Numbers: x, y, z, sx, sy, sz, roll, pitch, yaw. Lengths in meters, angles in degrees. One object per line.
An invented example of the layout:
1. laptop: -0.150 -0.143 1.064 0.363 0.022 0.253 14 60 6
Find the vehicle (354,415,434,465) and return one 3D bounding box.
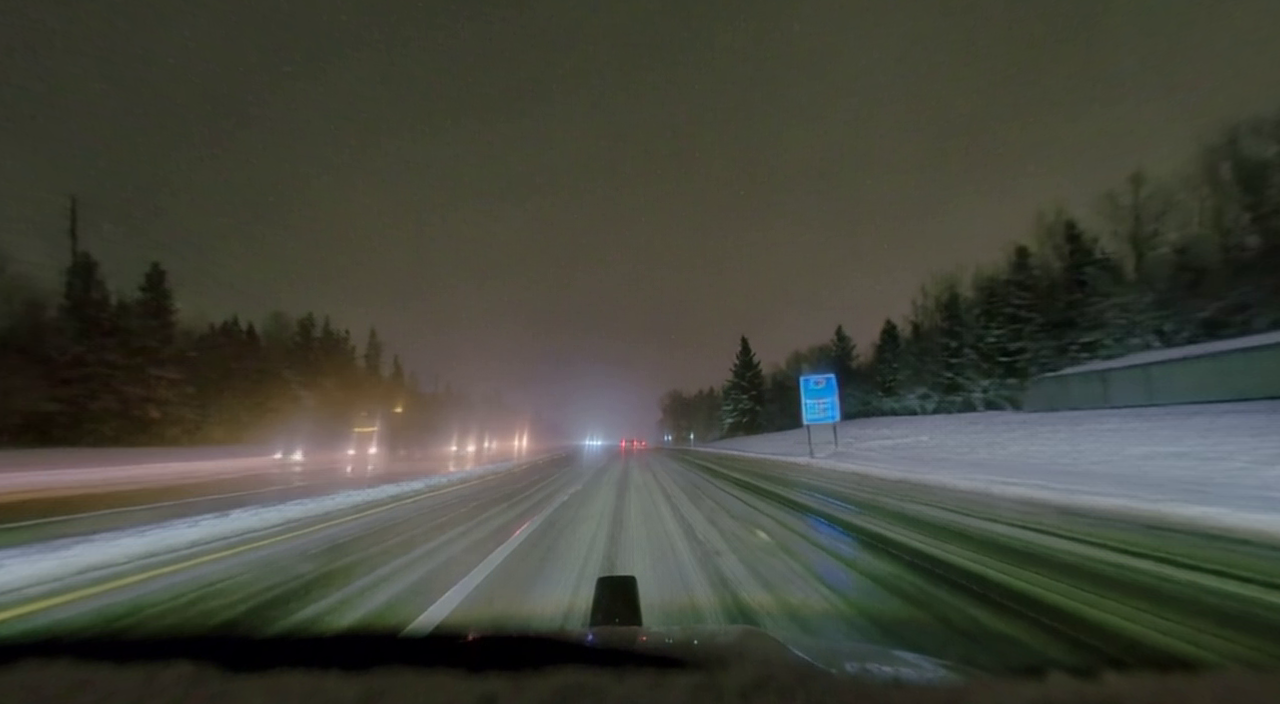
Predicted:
1. vehicle: -16.541 5.951 42.966 2.477 3.099 7.368 0 -8 0

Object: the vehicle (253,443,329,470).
1. vehicle: -20.305 6.051 36.908 1.961 1.430 4.442 0 -8 0
